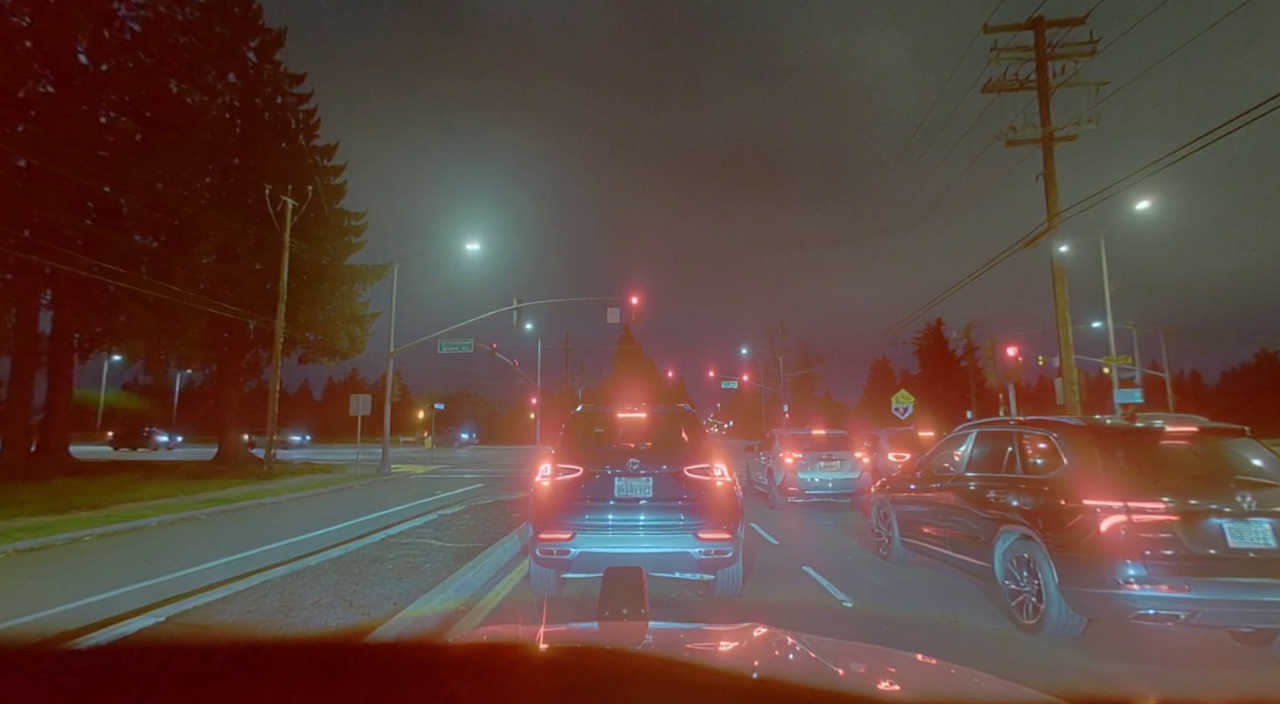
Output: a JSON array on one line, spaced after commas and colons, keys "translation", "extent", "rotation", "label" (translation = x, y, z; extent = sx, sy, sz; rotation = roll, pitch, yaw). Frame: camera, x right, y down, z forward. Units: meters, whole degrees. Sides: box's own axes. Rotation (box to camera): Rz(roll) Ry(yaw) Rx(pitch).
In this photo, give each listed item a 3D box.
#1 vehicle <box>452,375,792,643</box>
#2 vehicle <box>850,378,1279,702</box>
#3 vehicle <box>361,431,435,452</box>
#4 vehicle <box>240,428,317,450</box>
[{"translation": [-0.168, 1.368, 6.534], "extent": [2.271, 1.786, 4.443], "rotation": [0, -8, -1], "label": "vehicle"}, {"translation": [3.555, 1.294, 5.558], "extent": [1.948, 1.677, 4.437], "rotation": [0, -8, 1], "label": "vehicle"}, {"translation": [-17.758, 6.557, 46.366], "extent": [4.607, 1.478, 1.995], "rotation": [0, -8, 0], "label": "vehicle"}, {"translation": [-26.989, 6.527, 47.212], "extent": [4.587, 1.639, 1.878], "rotation": [0, -8, 1], "label": "vehicle"}]
